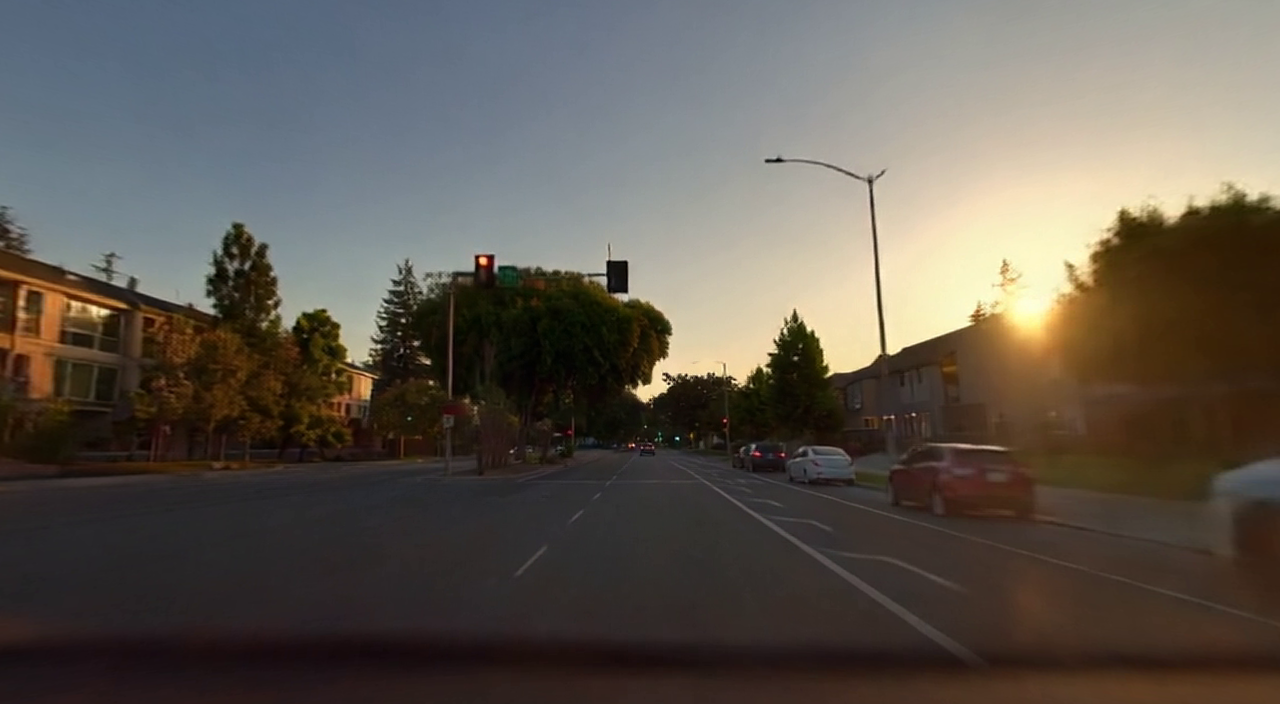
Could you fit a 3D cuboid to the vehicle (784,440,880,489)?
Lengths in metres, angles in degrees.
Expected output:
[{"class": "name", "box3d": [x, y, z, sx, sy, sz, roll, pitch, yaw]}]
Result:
[{"class": "vehicle", "box3d": [6.393, 3.791, 21.564, 1.976, 1.498, 4.390, 0, -9, 1]}]

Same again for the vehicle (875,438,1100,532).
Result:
[{"class": "vehicle", "box3d": [6.292, 2.420, 12.152, 1.936, 1.456, 4.445, 0, -9, 2]}]

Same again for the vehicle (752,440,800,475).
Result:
[{"class": "vehicle", "box3d": [6.555, 5.100, 30.650, 1.752, 1.590, 3.090, 0, -9, 2]}]

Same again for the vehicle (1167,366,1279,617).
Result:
[{"class": "vehicle", "box3d": [6.120, 0.860, 3.372, 2.293, 1.942, 5.004, 0, -9, 1]}]
